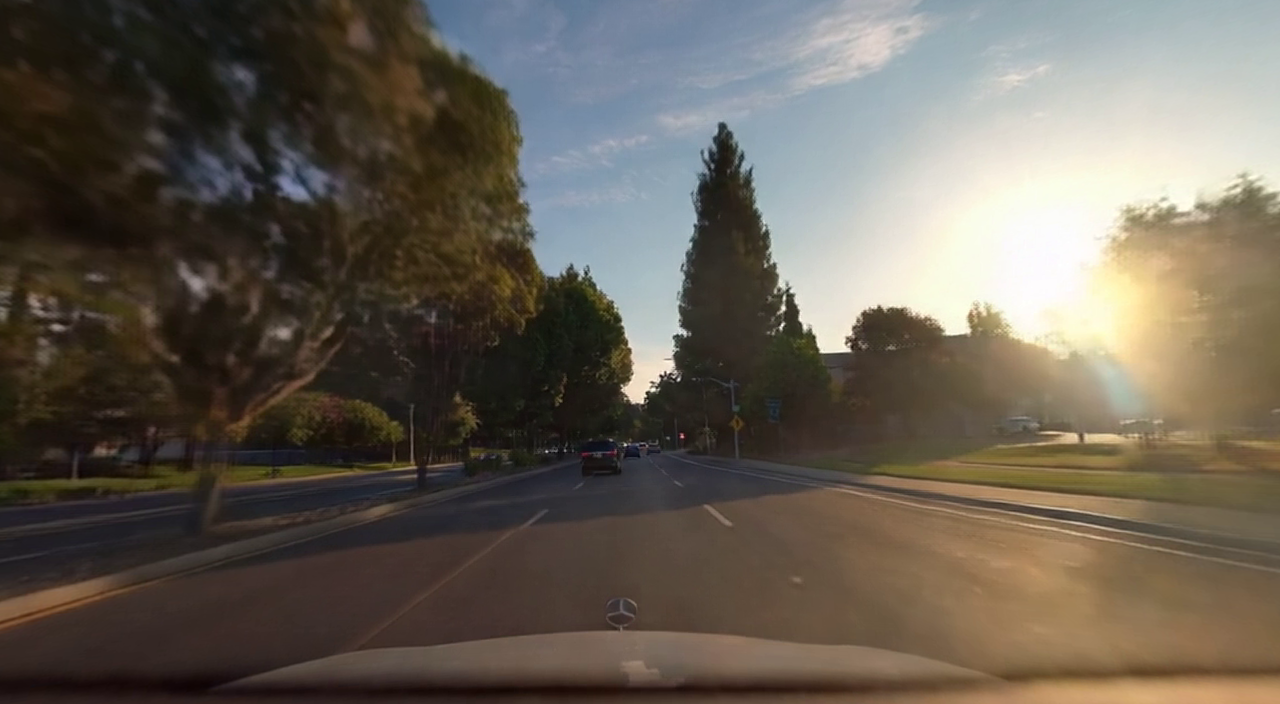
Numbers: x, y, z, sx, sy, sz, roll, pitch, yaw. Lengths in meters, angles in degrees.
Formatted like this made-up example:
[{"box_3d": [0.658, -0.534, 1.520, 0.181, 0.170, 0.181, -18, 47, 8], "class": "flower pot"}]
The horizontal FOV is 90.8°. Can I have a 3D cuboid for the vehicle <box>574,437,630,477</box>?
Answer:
[{"box_3d": [-1.670, 4.810, 29.179, 2.174, 1.703, 4.231, 0, -9, 2], "class": "vehicle"}]
